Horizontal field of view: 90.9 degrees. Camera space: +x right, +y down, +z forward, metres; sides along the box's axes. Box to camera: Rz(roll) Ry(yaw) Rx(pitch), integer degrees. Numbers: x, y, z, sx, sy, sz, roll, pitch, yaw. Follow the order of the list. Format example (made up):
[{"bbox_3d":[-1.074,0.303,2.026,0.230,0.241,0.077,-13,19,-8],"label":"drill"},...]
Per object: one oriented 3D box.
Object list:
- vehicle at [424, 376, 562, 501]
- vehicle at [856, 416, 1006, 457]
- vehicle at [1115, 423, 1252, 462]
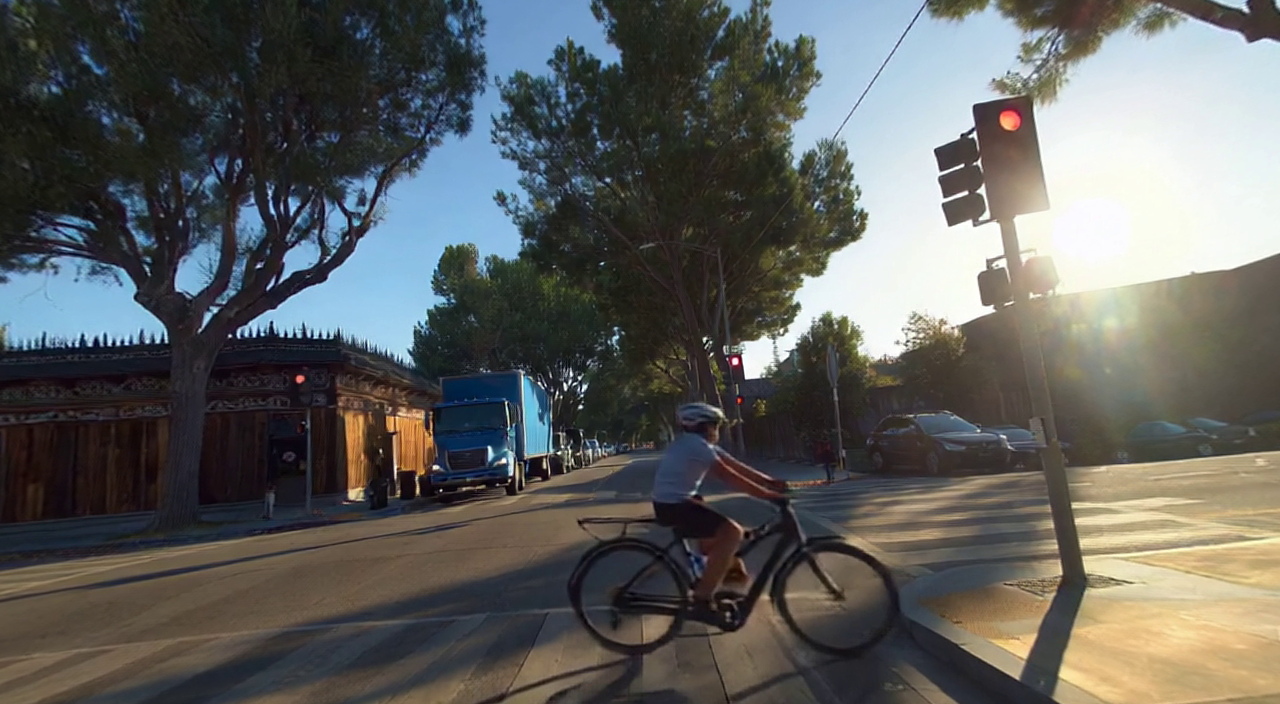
[{"bbox_3d":[-5.805,3.730,27.104,3.113,4.041,10.284,-5,-8,0],"label":"vehicle"},{"bbox_3d":[10.668,3.140,23.436,4.643,1.456,1.820,-1,-8,5],"label":"vehicle"},{"bbox_3d":[24.927,4.163,29.047,4.268,1.695,2.053,0,-8,3],"label":"vehicle"}]
